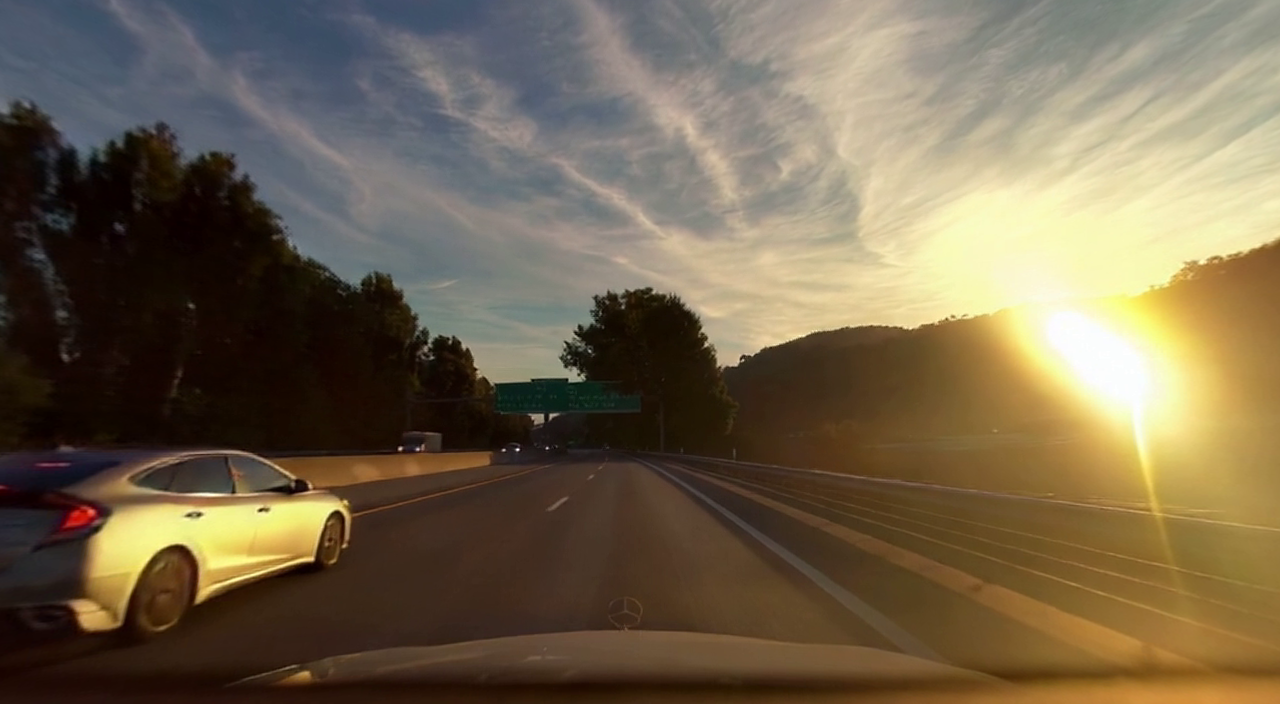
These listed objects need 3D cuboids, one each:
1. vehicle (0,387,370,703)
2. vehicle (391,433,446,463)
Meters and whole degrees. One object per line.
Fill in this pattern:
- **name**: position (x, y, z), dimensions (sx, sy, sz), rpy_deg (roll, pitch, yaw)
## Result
- **vehicle**: position (-3.853, 1.211, 4.614), dimensions (1.990, 1.532, 3.911), rpy_deg (0, -9, 0)
- **vehicle**: position (-16.596, 7.251, 47.550), dimensions (2.314, 2.079, 5.666), rpy_deg (0, -9, -2)
